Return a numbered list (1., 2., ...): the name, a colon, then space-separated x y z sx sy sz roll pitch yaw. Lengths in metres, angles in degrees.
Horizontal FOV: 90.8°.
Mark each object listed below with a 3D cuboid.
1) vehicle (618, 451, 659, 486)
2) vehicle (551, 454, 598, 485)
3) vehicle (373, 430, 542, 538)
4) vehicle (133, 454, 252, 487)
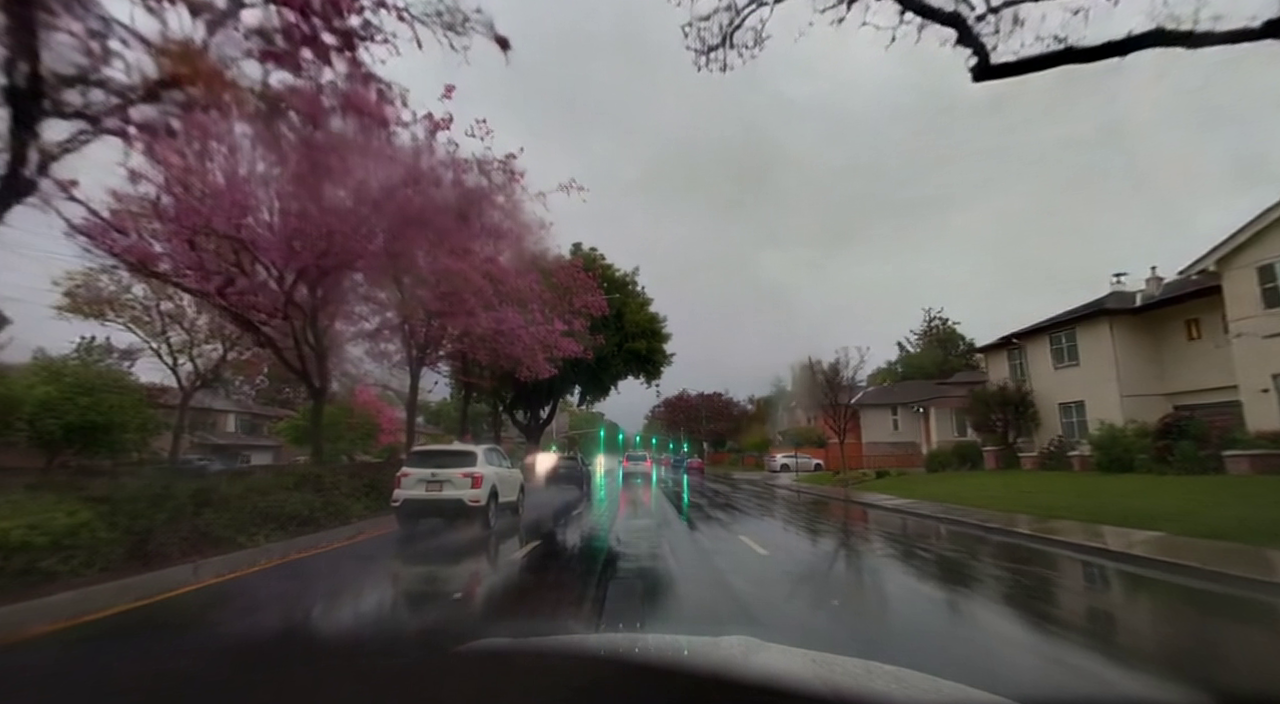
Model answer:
1. vehicle: -0.049 6.044 32.995 1.997 1.636 3.760 0 -8 0
2. vehicle: -3.537 6.404 34.679 2.066 1.565 3.905 0 -8 2
3. vehicle: -3.682 2.742 13.875 2.161 1.919 4.798 0 -8 1
4. vehicle: -28.648 7.575 40.669 5.692 1.926 2.274 3 -9 -18
